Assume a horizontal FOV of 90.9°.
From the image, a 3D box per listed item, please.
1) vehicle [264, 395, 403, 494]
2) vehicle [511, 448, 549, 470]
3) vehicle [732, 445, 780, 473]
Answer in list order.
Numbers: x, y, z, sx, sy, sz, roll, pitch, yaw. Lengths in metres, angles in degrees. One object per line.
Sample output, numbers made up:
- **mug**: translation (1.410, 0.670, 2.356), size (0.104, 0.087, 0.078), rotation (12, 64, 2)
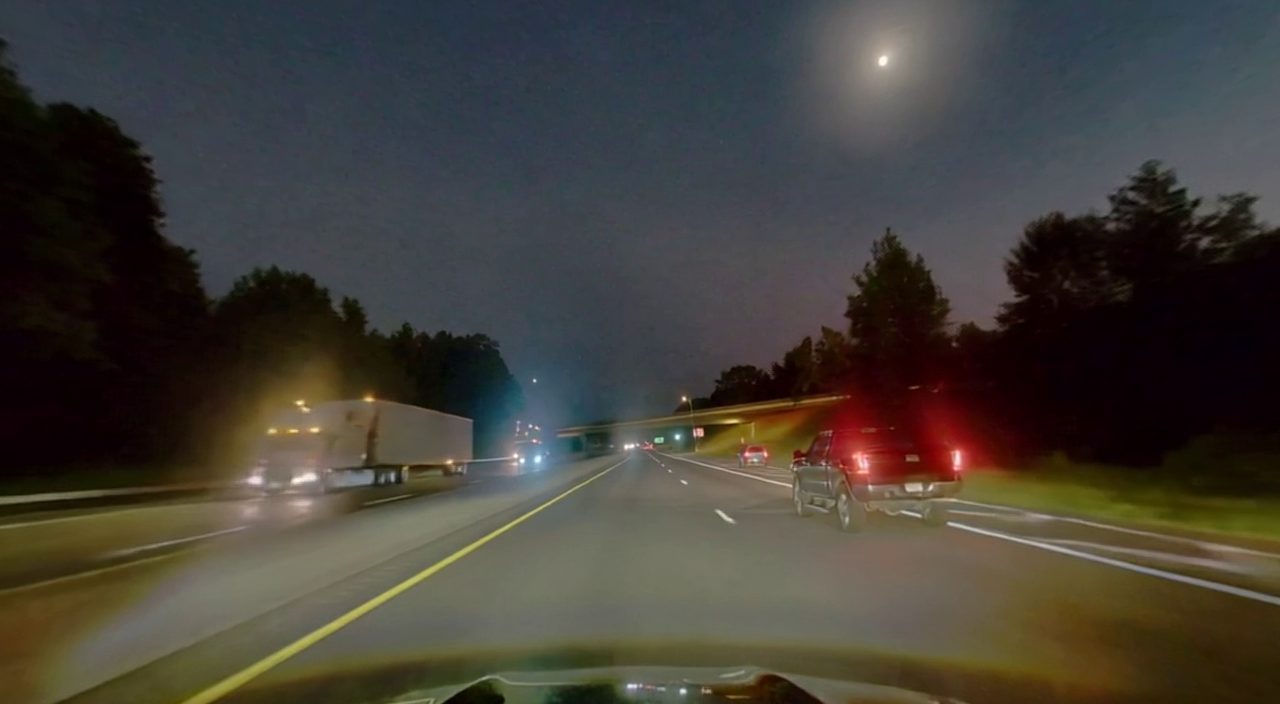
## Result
- **vehicle**: translation (-13.220, 4.101, 27.908), size (3.034, 3.893, 5.871), rotation (0, -9, 0)
- **vehicle**: translation (-8.626, 8.427, 49.764), size (2.081, 1.569, 4.607), rotation (0, -9, 1)
- **vehicle**: translation (6.517, 6.077, 35.817), size (1.987, 1.473, 4.244), rotation (0, -9, 1)
